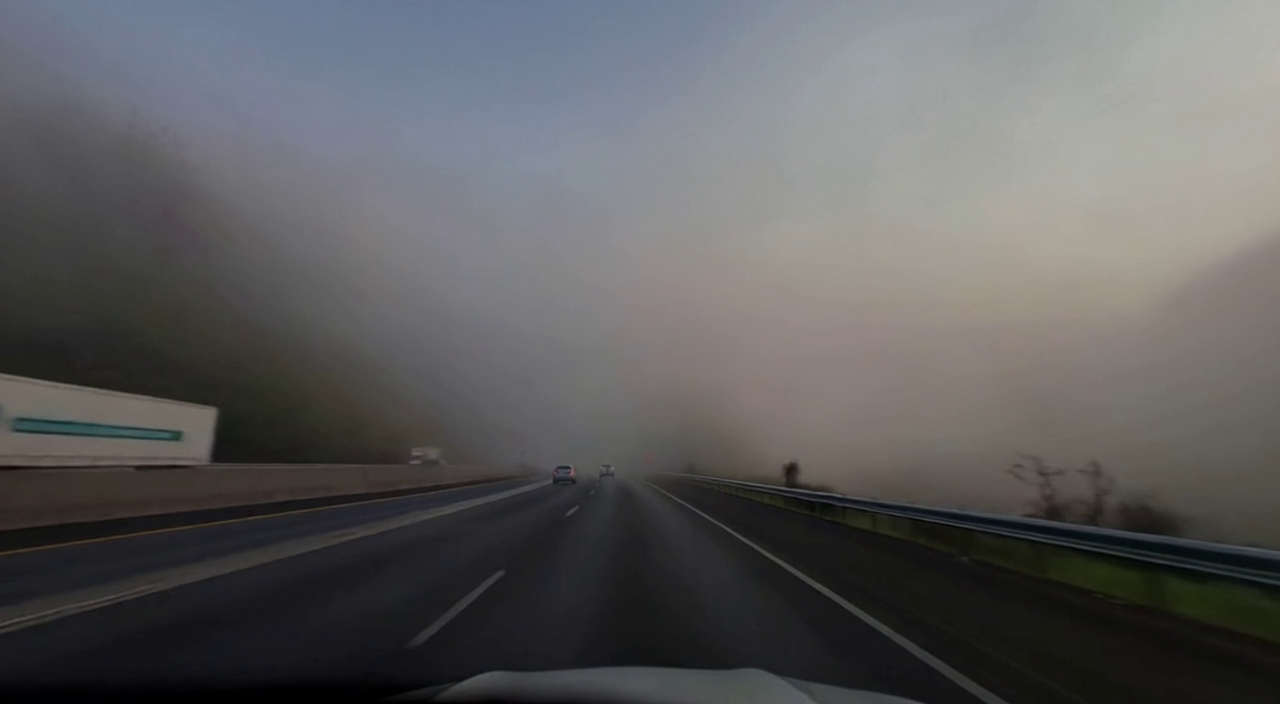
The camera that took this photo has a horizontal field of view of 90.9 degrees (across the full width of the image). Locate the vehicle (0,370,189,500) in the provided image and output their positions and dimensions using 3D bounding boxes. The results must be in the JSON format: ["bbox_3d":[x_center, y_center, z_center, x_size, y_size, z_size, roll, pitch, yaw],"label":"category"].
[{"bbox_3d":[-21.504,2.576,19.689,2.868,3.983,16.567,1,-10,-1],"label":"vehicle"}]

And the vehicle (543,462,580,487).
[{"bbox_3d":[-5.359,8.434,43.435,2.115,1.546,4.638,1,-10,-2],"label":"vehicle"}]
